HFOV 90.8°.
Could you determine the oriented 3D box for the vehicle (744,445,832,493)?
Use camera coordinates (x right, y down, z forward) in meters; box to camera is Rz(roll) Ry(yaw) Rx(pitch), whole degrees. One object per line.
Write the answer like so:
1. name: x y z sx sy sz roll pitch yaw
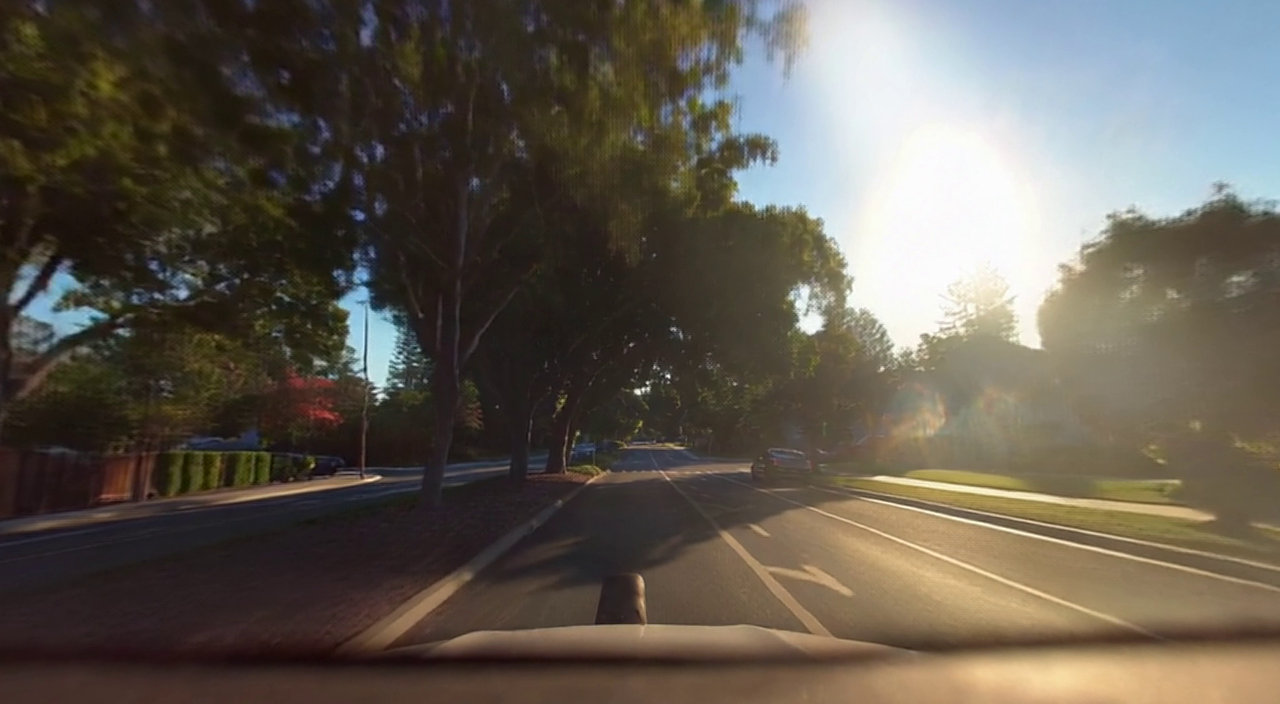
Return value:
1. vehicle: 4.996 3.996 21.962 1.904 1.475 4.386 0 -9 -2
